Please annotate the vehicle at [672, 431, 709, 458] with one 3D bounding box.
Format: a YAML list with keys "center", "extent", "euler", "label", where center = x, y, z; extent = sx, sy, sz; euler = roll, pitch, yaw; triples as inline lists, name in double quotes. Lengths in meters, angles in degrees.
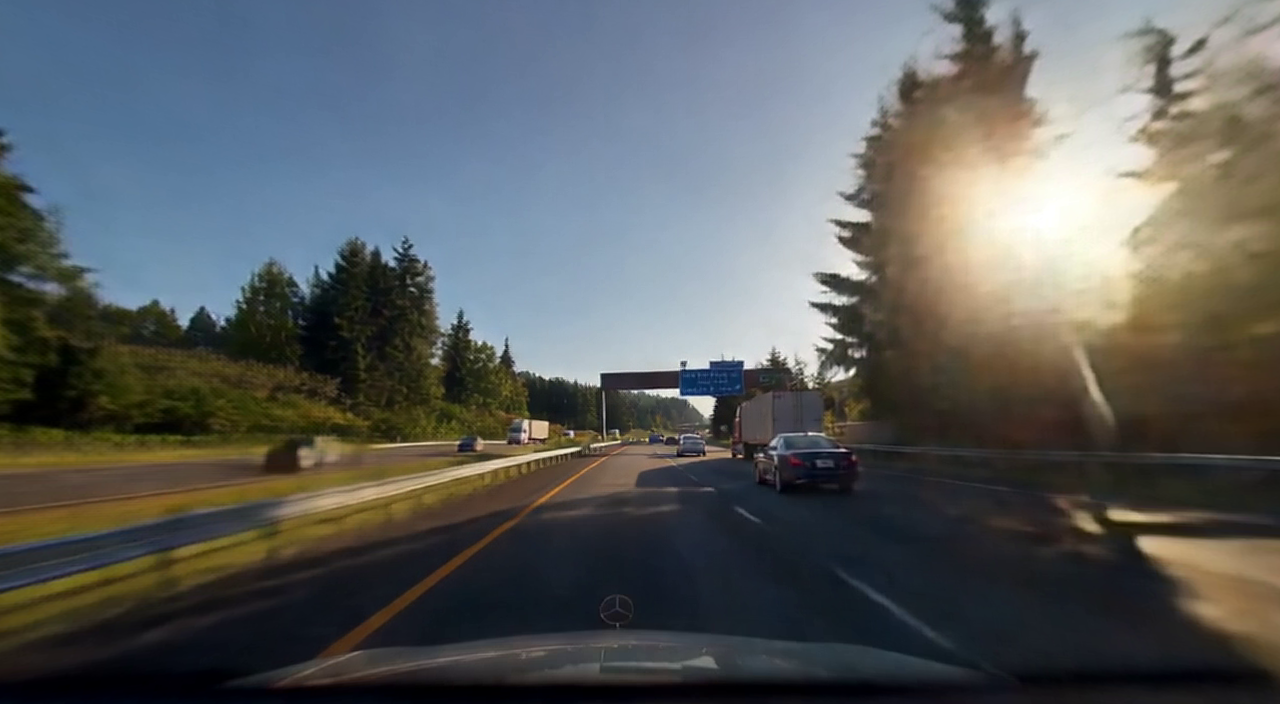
- center: [3.308, 6.169, 42.078]
  extent: [2.011, 1.672, 4.415]
  euler: [0, -8, -2]
  label: "vehicle"

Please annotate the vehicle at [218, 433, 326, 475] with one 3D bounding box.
- center: [-13.421, 3.725, 23.254]
  extent: [1.752, 1.411, 3.734]
  euler: [0, -8, 0]
  label: "vehicle"

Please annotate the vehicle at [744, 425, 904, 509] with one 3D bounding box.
- center: [3.735, 2.406, 13.754]
  extent: [1.986, 1.501, 4.529]
  euler: [0, -8, -2]
  label: "vehicle"
